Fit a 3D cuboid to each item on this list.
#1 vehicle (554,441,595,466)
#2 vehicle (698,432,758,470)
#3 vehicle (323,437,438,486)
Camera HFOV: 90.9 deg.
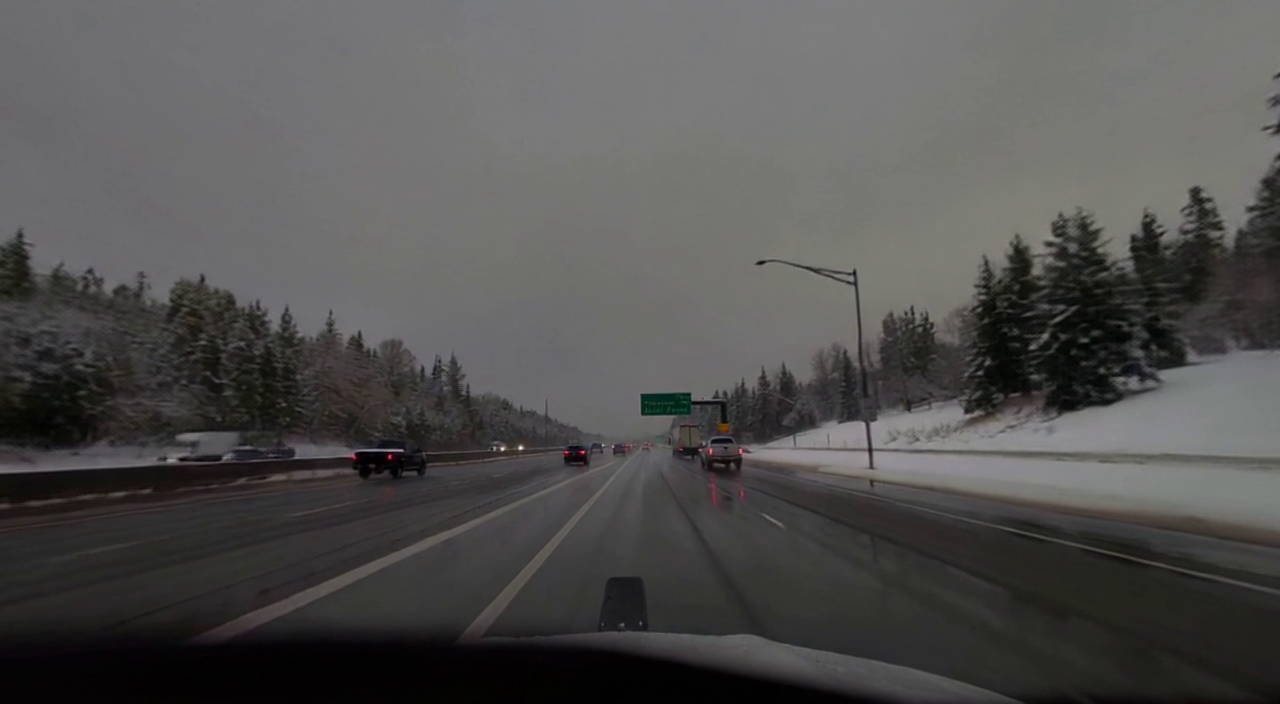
[{"bbox_3d":[-4.122,6.463,40.387,1.981,1.473,4.317,0,-8,2],"label":"vehicle"},{"bbox_3d":[4.764,5.516,35.351,2.355,1.930,6.633,0,-8,-1],"label":"vehicle"},{"bbox_3d":[-8.707,3.689,21.657,1.899,1.465,4.589,0,-8,2],"label":"vehicle"}]
